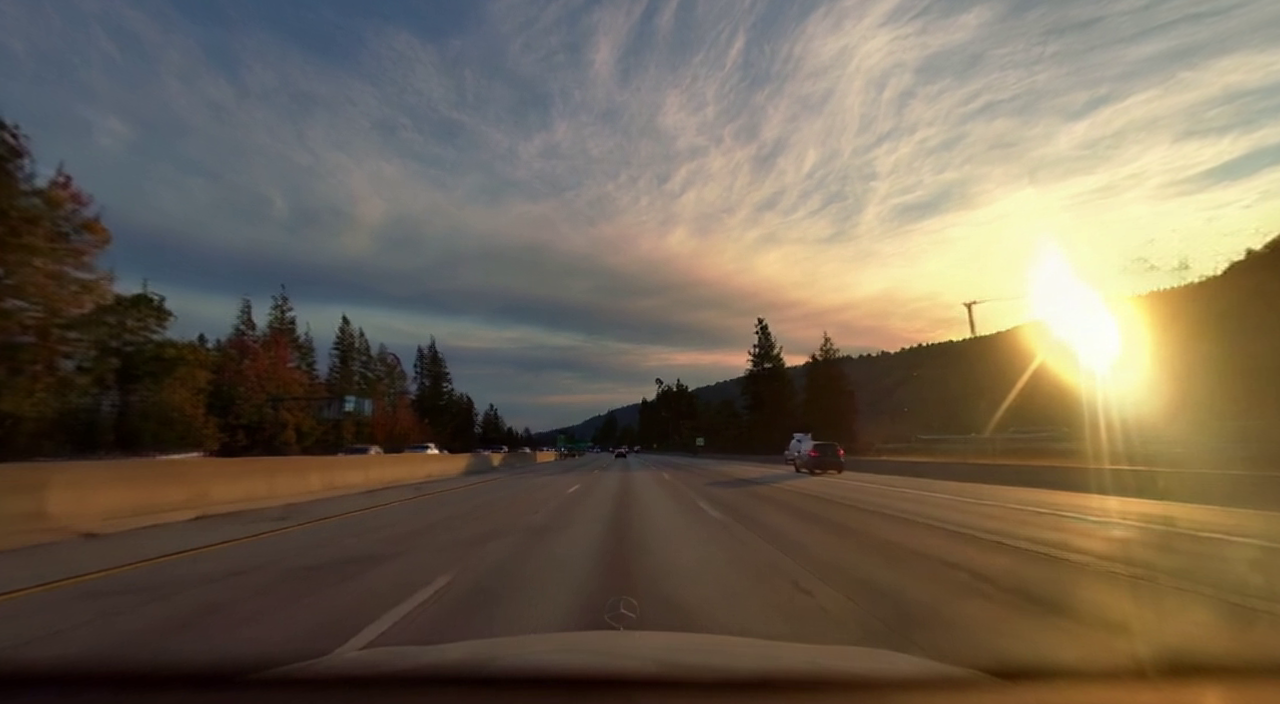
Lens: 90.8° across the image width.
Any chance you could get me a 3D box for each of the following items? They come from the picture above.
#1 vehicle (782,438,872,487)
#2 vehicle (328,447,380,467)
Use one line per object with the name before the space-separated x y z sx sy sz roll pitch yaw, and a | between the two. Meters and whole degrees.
vehicle | 6.945 4.143 23.924 2.081 1.705 3.926 0 -9 -1
vehicle | -21.735 8.019 48.225 1.818 1.445 4.678 0 -9 -1
